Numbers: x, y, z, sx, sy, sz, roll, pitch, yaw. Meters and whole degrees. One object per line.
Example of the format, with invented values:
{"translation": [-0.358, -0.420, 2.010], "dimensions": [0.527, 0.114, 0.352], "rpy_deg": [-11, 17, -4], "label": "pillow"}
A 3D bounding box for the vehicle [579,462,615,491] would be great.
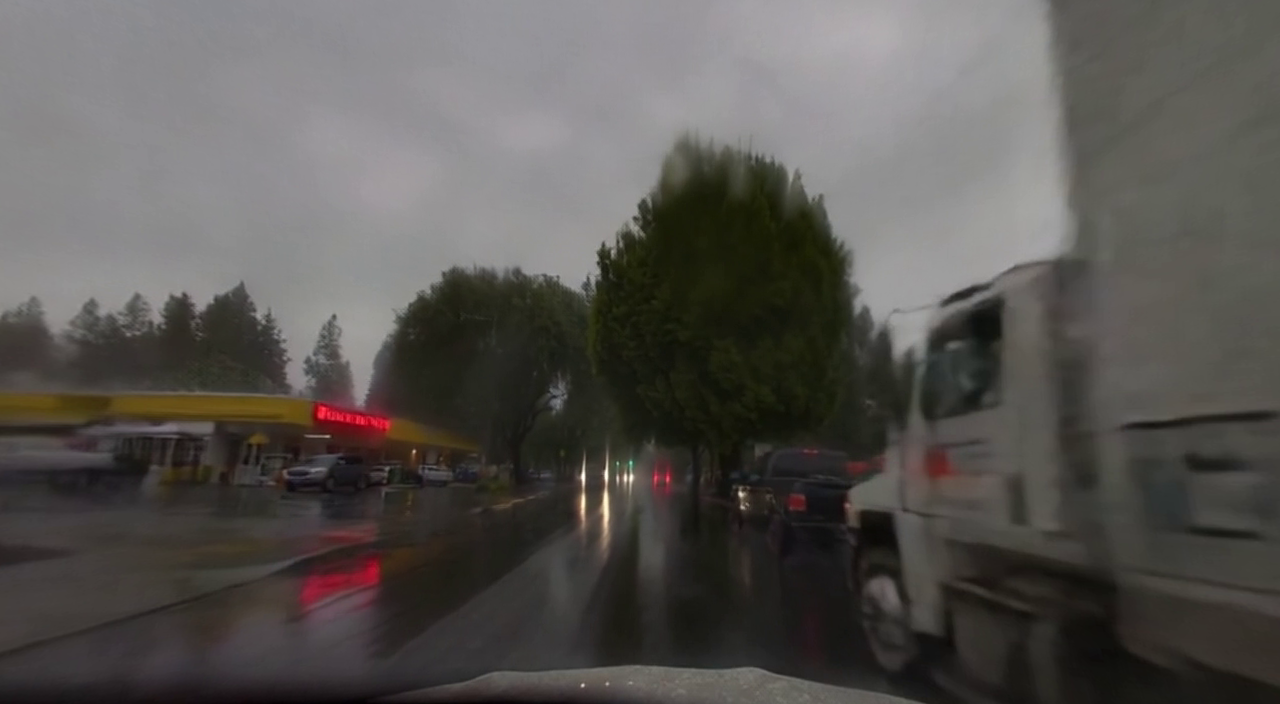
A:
{"translation": [-2.950, 8.690, 44.120], "dimensions": [2.165, 1.889, 4.825], "rpy_deg": [1, -11, 0], "label": "vehicle"}

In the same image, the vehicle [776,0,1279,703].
{"translation": [3.252, 0.463, 5.125], "dimensions": [3.018, 3.962, 5.984], "rpy_deg": [0, -11, 1], "label": "vehicle"}

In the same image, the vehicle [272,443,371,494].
{"translation": [-13.209, 4.810, 26.468], "dimensions": [2.062, 1.889, 4.115], "rpy_deg": [2, -8, -3], "label": "vehicle"}
